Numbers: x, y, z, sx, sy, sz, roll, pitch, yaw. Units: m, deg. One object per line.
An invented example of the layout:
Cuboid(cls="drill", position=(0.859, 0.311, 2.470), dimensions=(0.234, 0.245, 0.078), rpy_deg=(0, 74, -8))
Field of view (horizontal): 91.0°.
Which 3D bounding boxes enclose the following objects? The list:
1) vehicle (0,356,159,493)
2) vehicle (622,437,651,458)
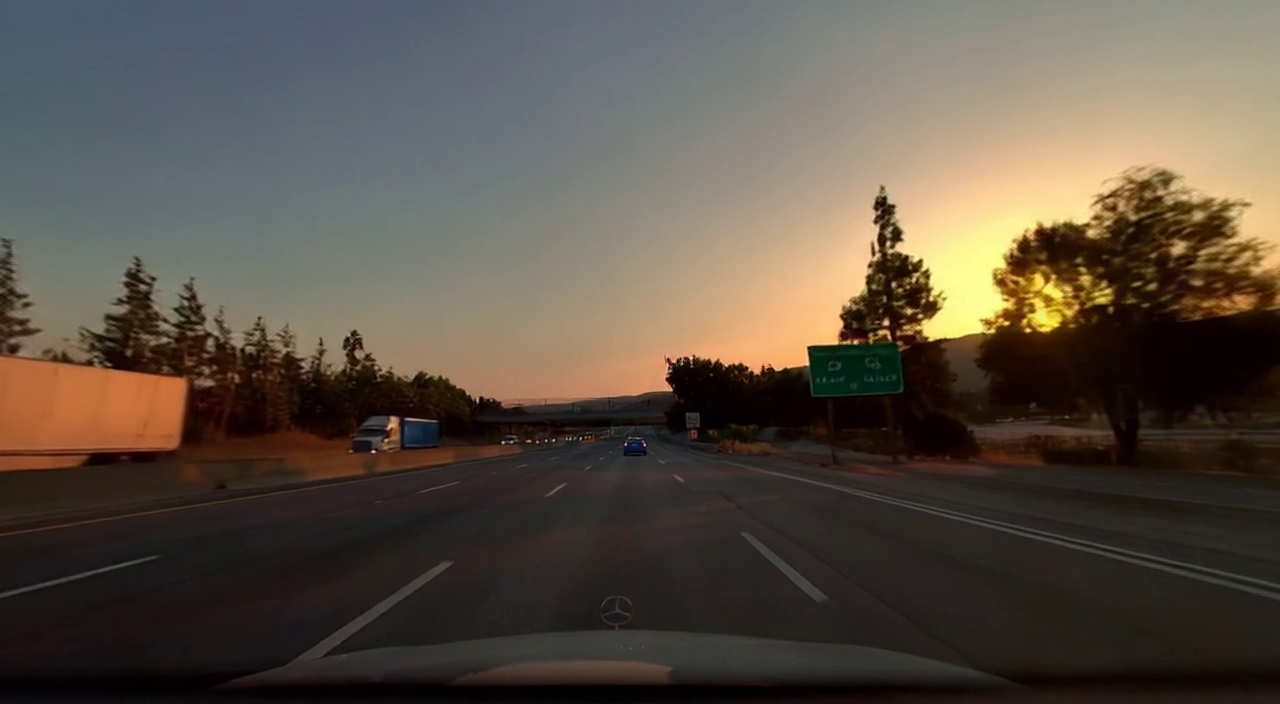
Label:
Cuboid(cls="vehicle", position=(-18.754, 1.740, 15.361), dimensions=(2.854, 3.673, 14.630), rpy_deg=(0, -8, -1))
Cuboid(cls="vehicle", position=(-0.333, 7.012, 46.409), dimensions=(2.028, 1.440, 3.690), rpy_deg=(0, -8, -2))
